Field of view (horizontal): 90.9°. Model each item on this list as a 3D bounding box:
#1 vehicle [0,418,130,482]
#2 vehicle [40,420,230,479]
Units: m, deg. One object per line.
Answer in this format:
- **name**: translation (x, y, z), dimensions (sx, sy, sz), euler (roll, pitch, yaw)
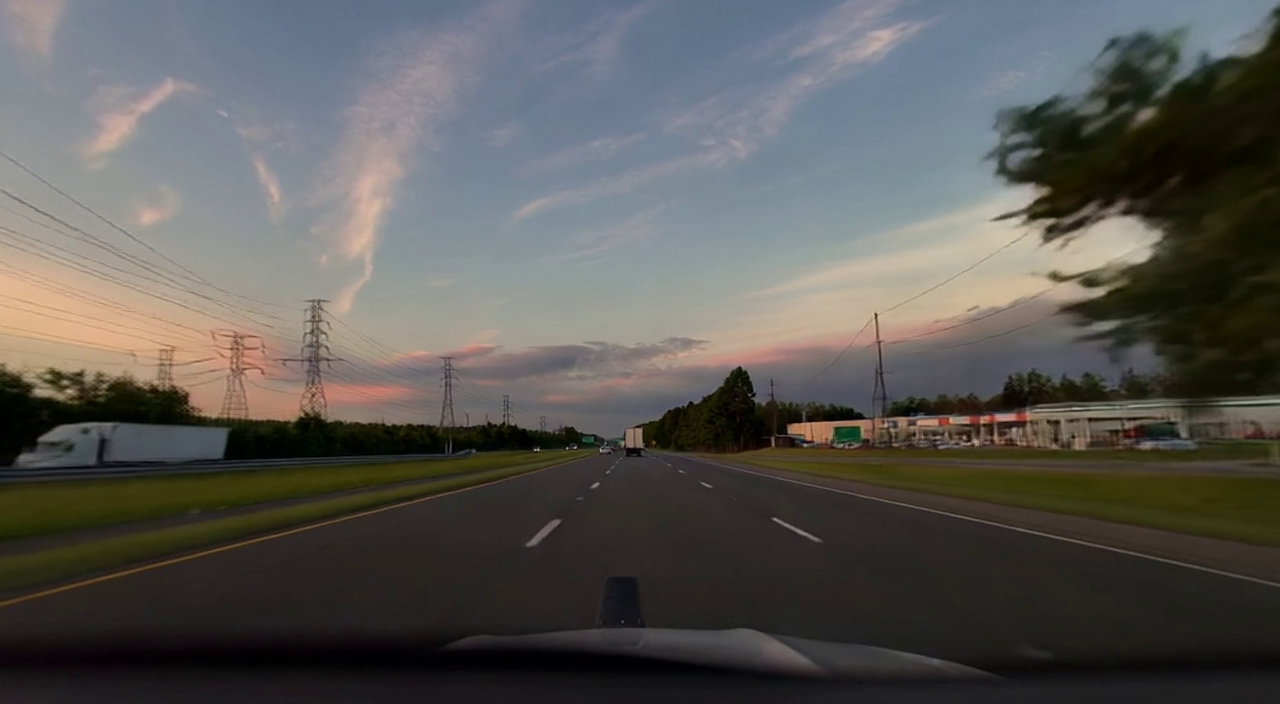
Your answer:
- **vehicle**: translation (-35.406, 5.952, 38.560), dimensions (2.886, 3.559, 5.787), euler (-1, -9, 7)
- **vehicle**: translation (-34.725, 6.816, 44.403), dimensions (2.800, 3.554, 11.470), euler (-1, -9, 7)
